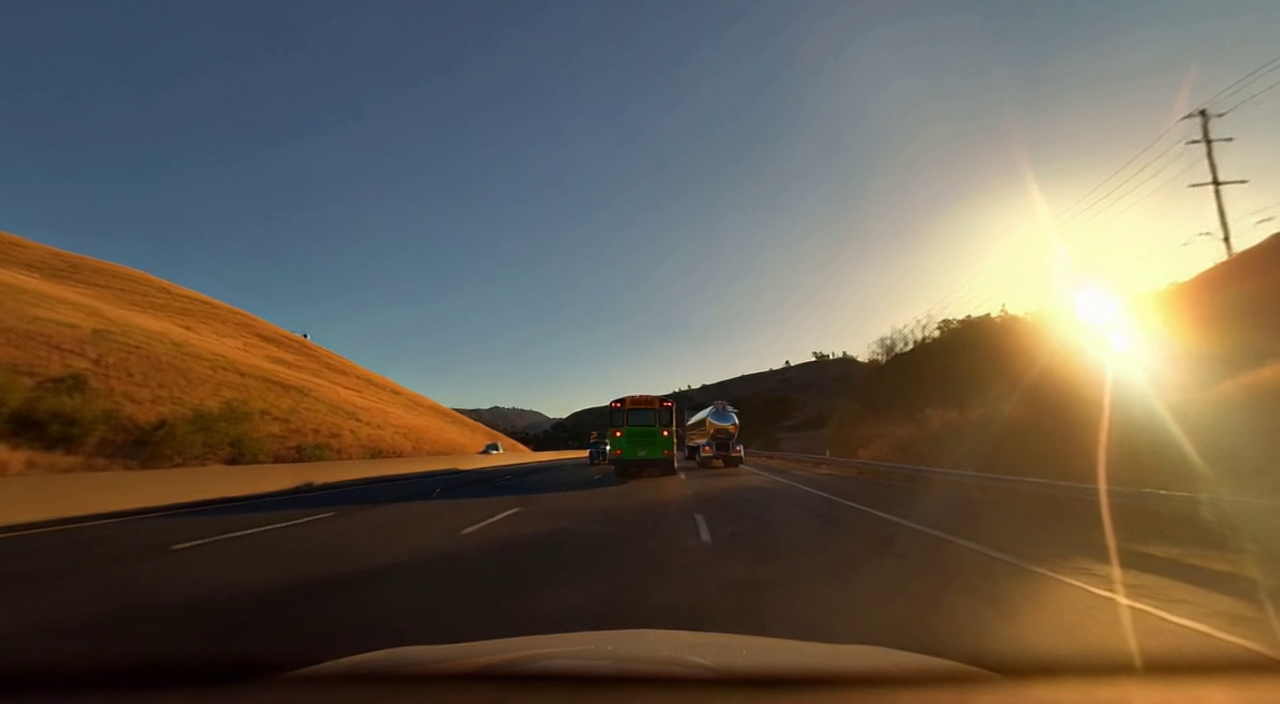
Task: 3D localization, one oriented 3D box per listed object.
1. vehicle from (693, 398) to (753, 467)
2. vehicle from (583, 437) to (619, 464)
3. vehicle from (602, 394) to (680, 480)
[{"bbox_3d":[4.812,4.877,37.718,2.716,3.705,7.018,0,-8,1],"label":"vehicle"},{"bbox_3d":[-2.765,7.130,45.976,2.179,1.846,4.335,0,-8,3],"label":"vehicle"},{"bbox_3d":[0.262,3.988,29.416,2.948,3.265,10.569,0,-8,3],"label":"vehicle"}]
